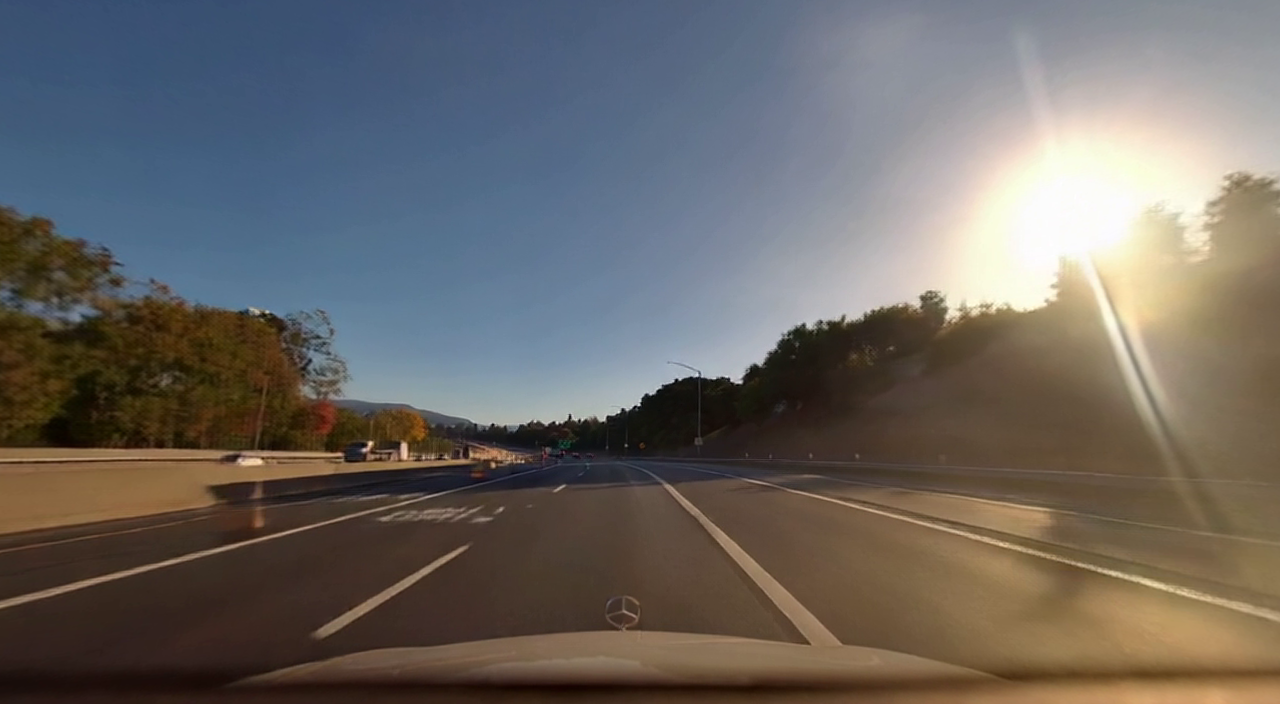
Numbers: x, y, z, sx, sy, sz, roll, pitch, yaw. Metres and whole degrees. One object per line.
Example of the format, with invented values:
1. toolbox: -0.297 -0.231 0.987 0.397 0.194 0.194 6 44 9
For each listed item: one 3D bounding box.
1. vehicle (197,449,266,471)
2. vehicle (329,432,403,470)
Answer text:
1. vehicle: -31.194 8.239 48.316 2.075 1.589 5.035 0 -9 -2
2. vehicle: -18.779 6.934 43.567 2.450 2.180 6.404 7 -11 -3
